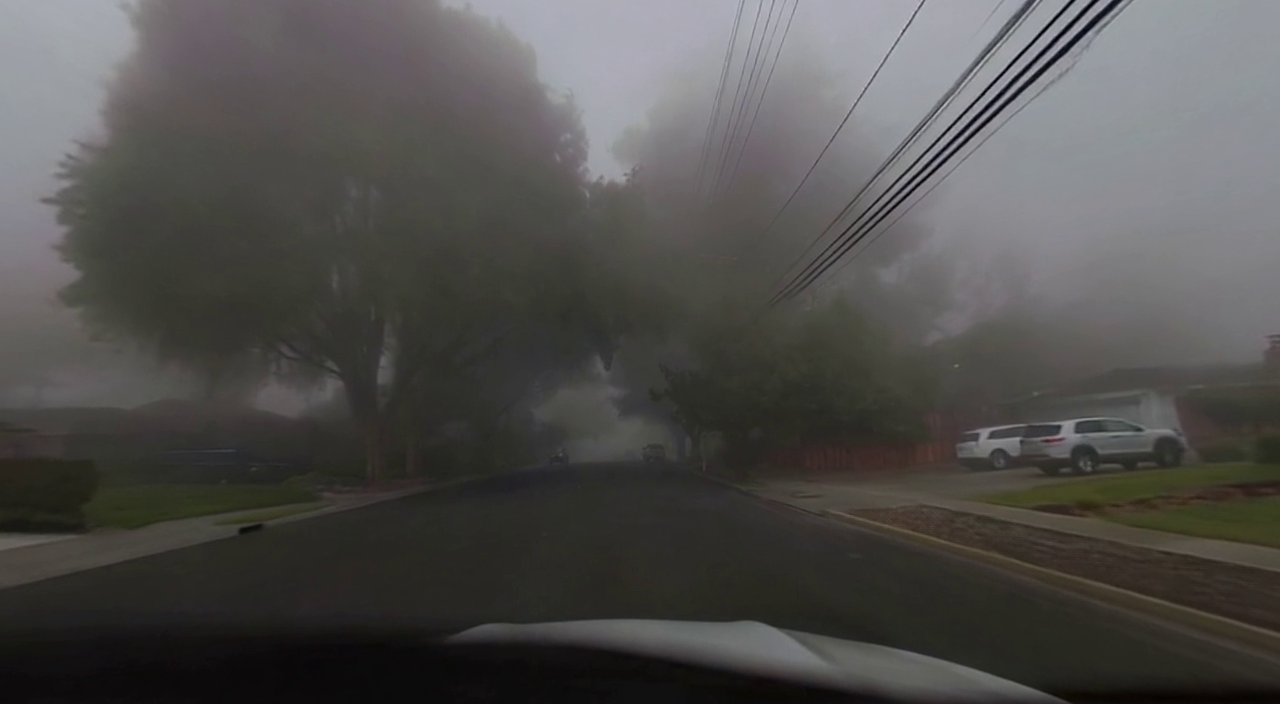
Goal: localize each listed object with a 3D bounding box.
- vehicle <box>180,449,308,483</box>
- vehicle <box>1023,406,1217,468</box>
[{"bbox_3d":[-17.919,5.138,28.727,4.519,1.426,1.903,9,-12,-43],"label":"vehicle"},{"bbox_3d":[15.193,2.736,20.182,4.562,1.832,1.987,1,-9,-3],"label":"vehicle"}]
